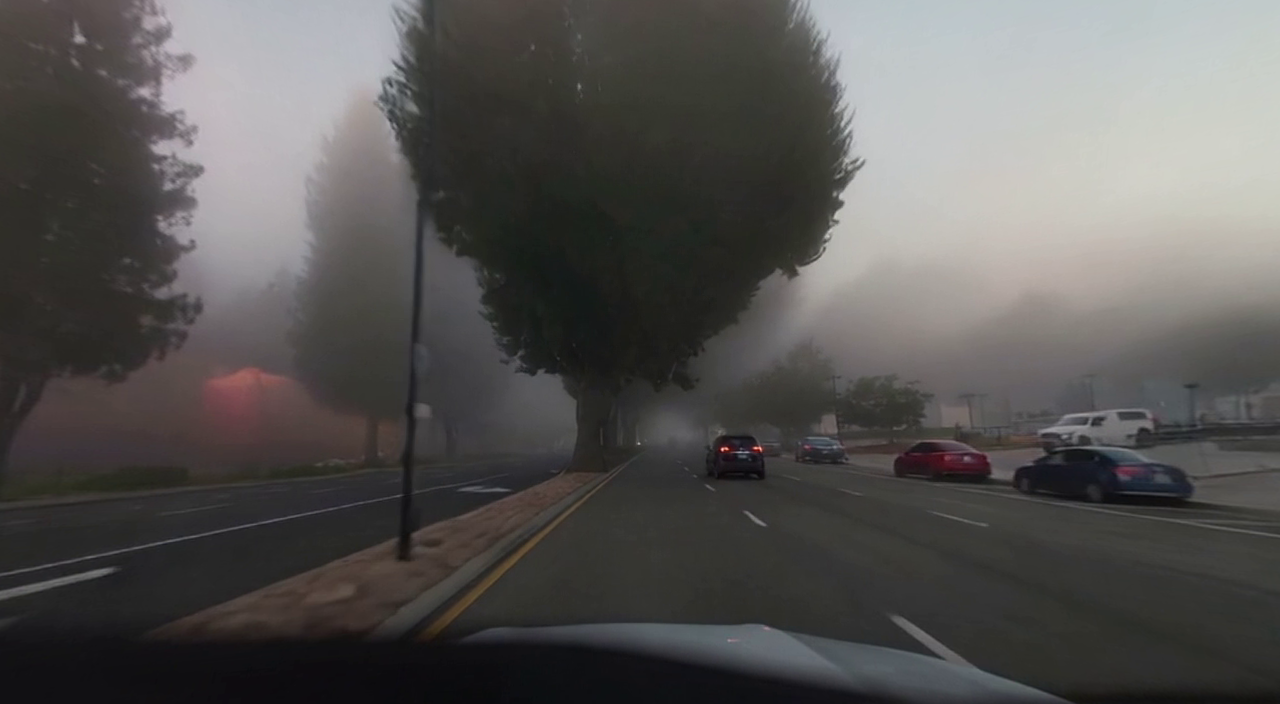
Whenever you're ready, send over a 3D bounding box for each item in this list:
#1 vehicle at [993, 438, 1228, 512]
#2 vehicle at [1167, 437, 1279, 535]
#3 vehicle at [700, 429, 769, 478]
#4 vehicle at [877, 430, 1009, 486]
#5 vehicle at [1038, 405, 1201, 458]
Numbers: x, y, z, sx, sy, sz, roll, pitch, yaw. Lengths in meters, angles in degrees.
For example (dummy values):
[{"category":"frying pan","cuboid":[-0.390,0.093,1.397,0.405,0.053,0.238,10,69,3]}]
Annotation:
[{"category":"vehicle","cuboid":[10.742,2.808,14.983,1.893,1.467,4.760,0,-8,0]},{"category":"vehicle","cuboid":[10.532,1.962,9.162,1.853,1.458,4.480,0,-8,0]},{"category":"vehicle","cuboid":[3.870,4.250,26.621,2.183,1.845,4.482,0,-8,-1]},{"category":"vehicle","cuboid":[10.688,3.784,22.792,2.247,1.799,5.025,0,-8,-1]},{"category":"vehicle","cuboid":[19.650,3.370,26.337,2.175,1.965,5.909,0,-8,0]}]
